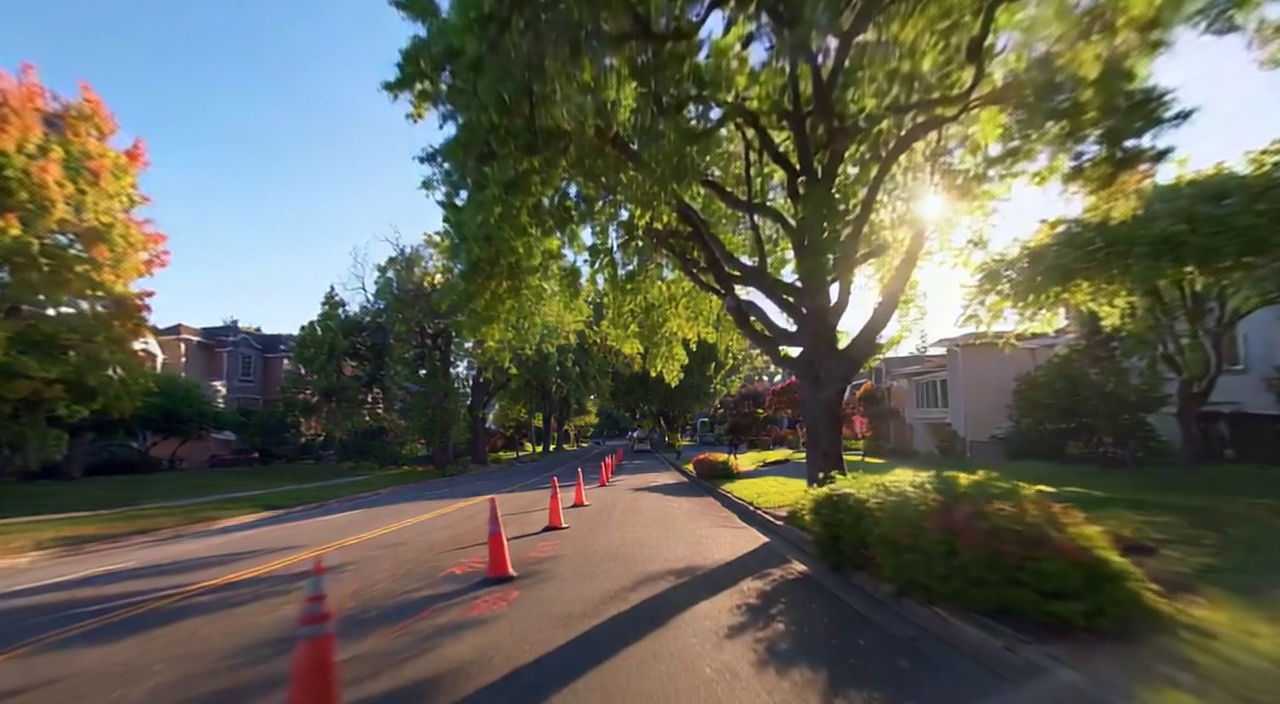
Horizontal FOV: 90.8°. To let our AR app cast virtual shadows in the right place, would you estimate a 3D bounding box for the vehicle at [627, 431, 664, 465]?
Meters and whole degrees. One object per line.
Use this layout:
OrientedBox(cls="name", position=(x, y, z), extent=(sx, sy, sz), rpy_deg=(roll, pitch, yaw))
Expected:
OrientedBox(cls="vehicle", position=(0.290, 6.133, 40.535), extent=(2.169, 2.015, 5.206), rpy_deg=(0, -8, -1))
